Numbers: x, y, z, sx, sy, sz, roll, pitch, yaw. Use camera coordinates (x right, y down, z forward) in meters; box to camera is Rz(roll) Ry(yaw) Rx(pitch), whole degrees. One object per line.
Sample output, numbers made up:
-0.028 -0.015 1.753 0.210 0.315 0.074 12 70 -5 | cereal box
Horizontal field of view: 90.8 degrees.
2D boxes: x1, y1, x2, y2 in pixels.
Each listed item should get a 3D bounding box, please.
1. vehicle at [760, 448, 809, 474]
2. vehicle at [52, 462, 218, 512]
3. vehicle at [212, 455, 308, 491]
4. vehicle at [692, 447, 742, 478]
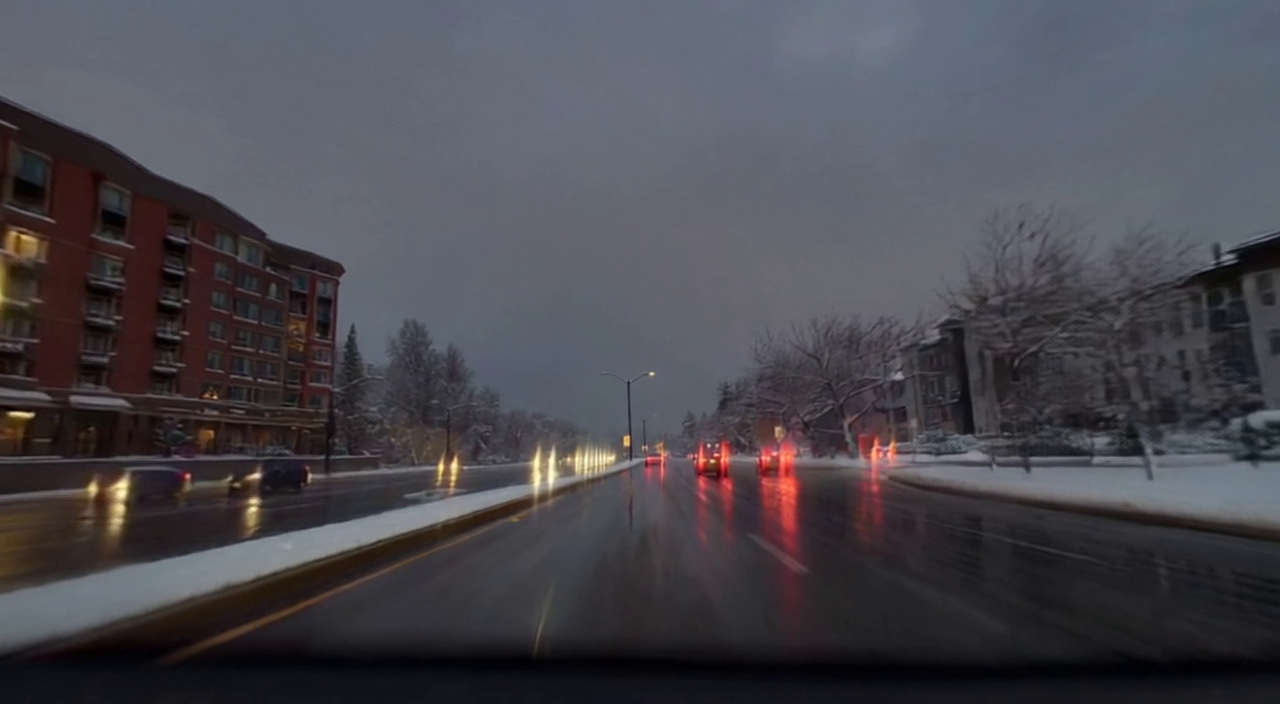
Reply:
8.613 6.499 37.973 1.932 1.439 4.159 0 -9 0 | vehicle
-17.396 4.642 22.146 1.804 1.421 4.659 -1 -9 3 | vehicle
-21.354 6.779 35.823 2.141 1.809 5.002 -1 -9 3 | vehicle
3.962 5.770 33.196 2.020 1.479 4.650 0 -9 0 | vehicle
